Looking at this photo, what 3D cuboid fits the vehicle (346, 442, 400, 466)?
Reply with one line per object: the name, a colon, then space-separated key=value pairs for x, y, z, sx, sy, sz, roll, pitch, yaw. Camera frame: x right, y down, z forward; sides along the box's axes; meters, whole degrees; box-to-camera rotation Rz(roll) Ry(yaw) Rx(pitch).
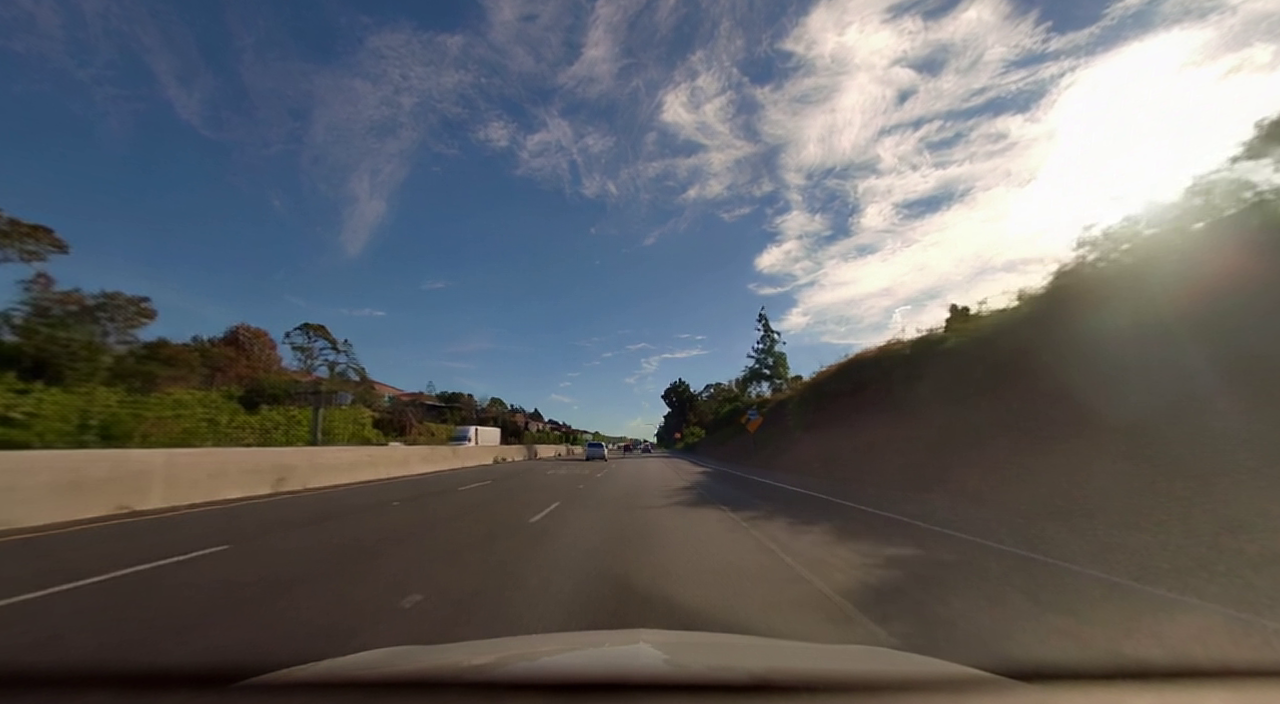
vehicle: x=-18.901 y=7.218 z=44.846 sx=1.934 sy=1.555 sz=4.287 roll=0 pitch=-9 yaw=1
